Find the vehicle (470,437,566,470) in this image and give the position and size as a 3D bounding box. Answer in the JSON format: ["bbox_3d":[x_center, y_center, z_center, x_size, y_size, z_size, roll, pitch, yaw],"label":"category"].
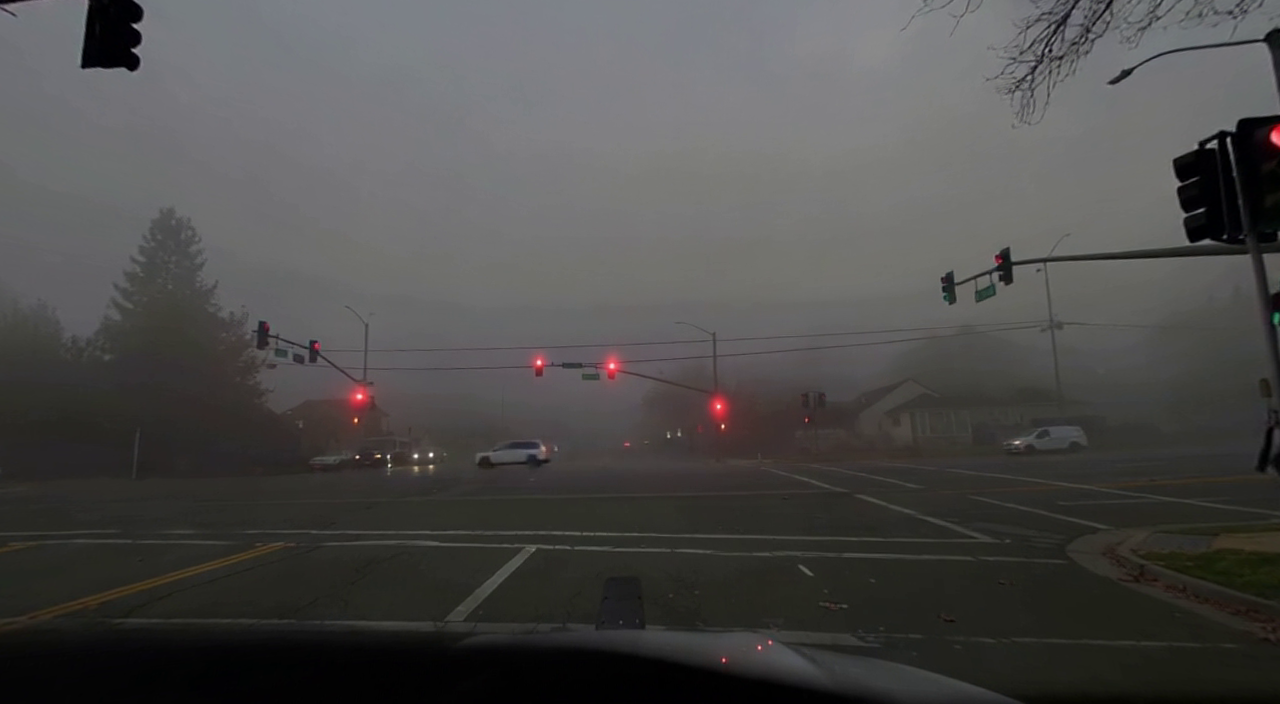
[{"bbox_3d":[-6.532,5.478,34.125,4.706,1.710,1.932,-1,-8,4],"label":"vehicle"}]
